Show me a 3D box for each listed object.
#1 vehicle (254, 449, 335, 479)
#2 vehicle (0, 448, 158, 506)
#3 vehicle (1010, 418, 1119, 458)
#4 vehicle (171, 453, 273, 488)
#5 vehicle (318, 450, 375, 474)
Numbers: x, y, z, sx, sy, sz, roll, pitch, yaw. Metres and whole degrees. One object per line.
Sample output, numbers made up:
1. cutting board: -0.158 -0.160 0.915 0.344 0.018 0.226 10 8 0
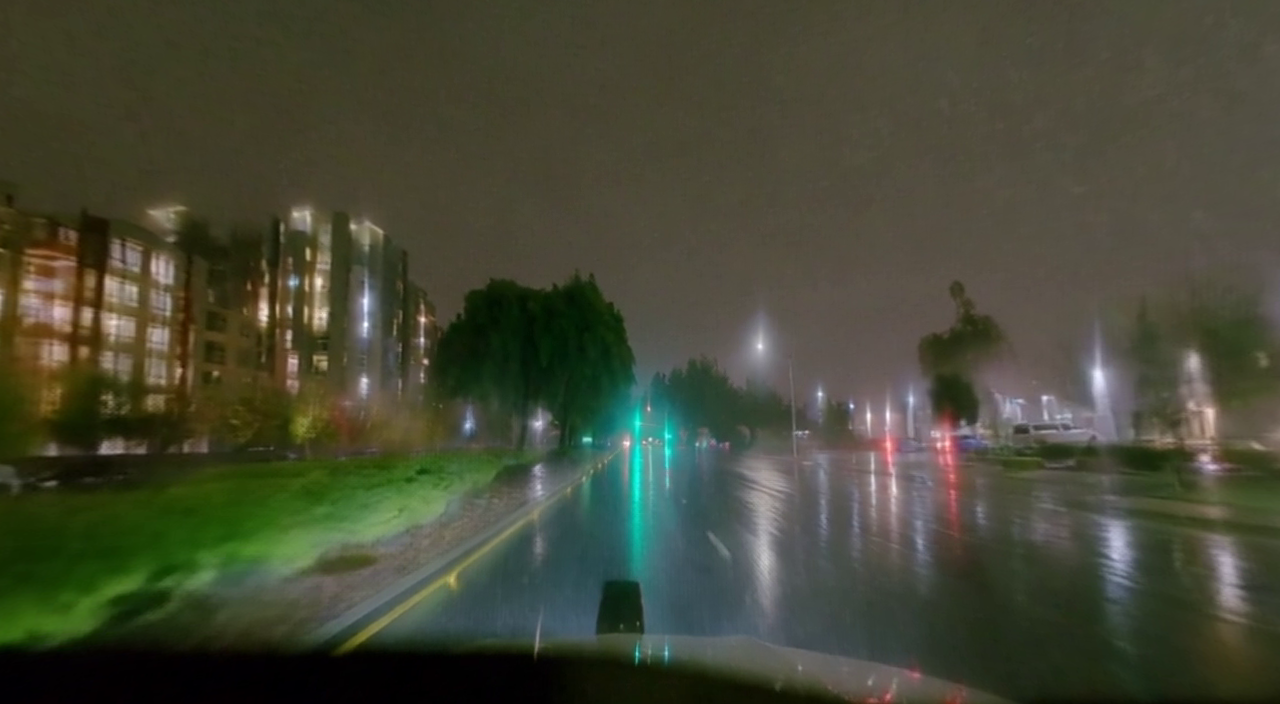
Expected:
1. vehicle: -19.711 6.425 36.301 1.920 1.561 4.654 -1 -10 2
2. vehicle: -21.186 4.657 24.055 1.879 1.757 4.656 -3 -7 3
3. vehicle: 31.030 6.284 46.221 6.797 2.774 2.304 2 -9 -12
4. vehicle: -20.316 5.753 31.003 1.798 1.487 4.486 0 -8 2
5. vehicle: -19.820 7.409 42.842 1.959 1.459 4.150 0 -8 -2
